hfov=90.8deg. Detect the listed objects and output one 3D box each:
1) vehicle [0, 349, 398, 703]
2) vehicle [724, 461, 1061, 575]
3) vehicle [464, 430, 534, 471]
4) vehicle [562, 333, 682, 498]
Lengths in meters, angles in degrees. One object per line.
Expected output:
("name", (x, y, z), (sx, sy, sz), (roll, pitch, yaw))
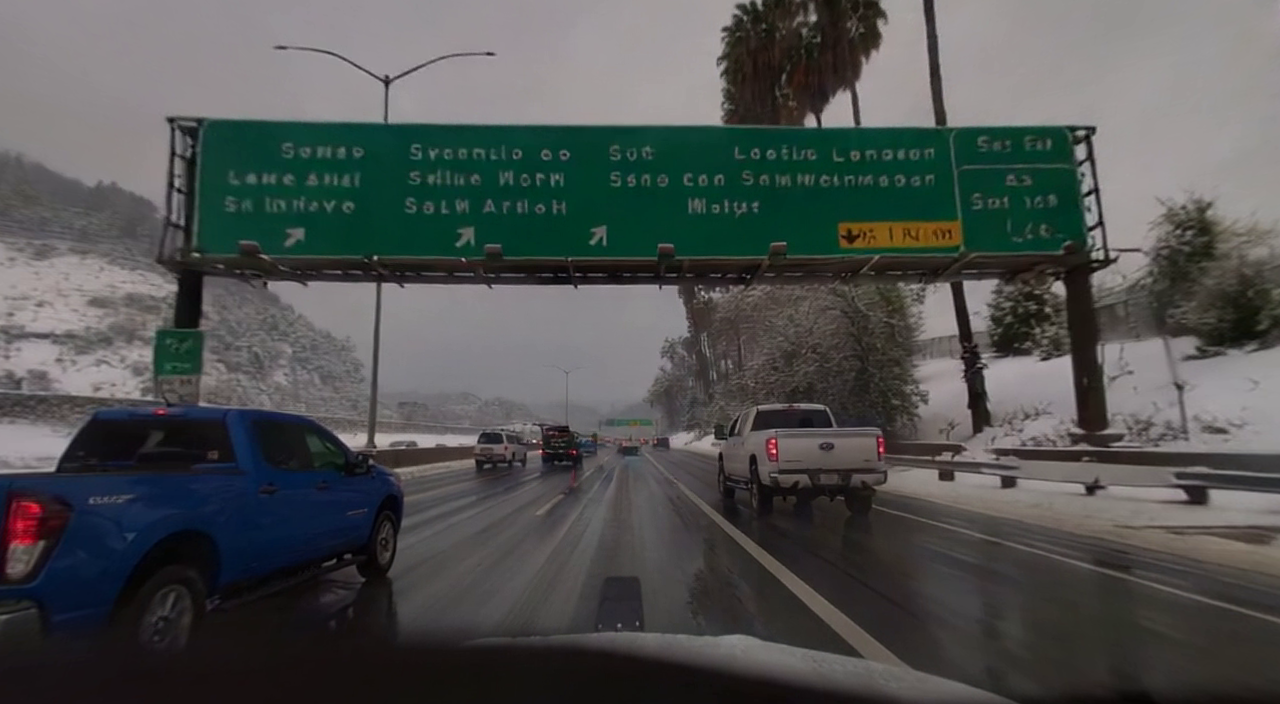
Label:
("vehicle", (-3.220, 1.073, 3.823), (1.885, 1.654, 4.103), (0, -9, 0))
("vehicle", (2.994, 2.197, 9.350), (2.635, 1.036, 5.568), (0, -9, -1))
("vehicle", (-7.155, 5.099, 32.778), (2.344, 1.954, 5.579), (0, -9, 0))
("vehicle", (-0.403, 2.328, 20.822), (2.906, 4.040, 10.743), (0, -9, 0))
